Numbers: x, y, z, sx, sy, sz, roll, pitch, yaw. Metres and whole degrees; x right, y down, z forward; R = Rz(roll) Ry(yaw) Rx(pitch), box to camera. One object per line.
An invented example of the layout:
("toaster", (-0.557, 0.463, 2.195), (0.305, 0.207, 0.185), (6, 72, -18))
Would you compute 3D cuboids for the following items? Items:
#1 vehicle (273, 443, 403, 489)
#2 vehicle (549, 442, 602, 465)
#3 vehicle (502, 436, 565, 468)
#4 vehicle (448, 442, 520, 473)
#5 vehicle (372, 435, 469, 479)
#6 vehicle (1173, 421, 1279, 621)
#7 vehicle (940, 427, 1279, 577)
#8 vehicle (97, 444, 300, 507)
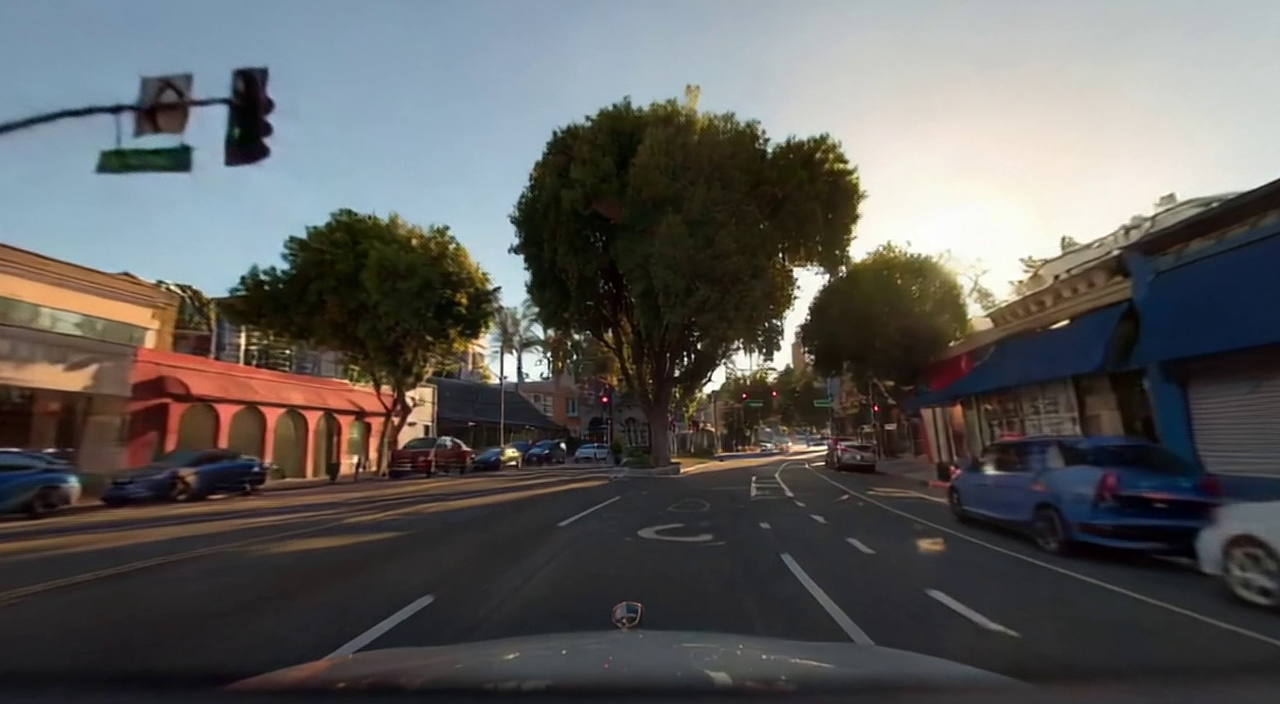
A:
("vehicle", (-10.784, 4.073, 23.005), (1.811, 1.459, 4.702), (-1, -8, 10))
("vehicle", (-4.518, 7.212, 45.176), (1.894, 1.493, 4.902), (-3, -9, 18))
("vehicle", (-6.554, 6.211, 39.430), (2.083, 1.882, 4.642), (-2, -9, 15))
("vehicle", (-8.234, 5.589, 33.777), (1.830, 1.497, 4.436), (-2, -9, 14))
("vehicle", (-9.592, 4.626, 28.134), (1.933, 1.759, 5.002), (-1, -8, 9))
("vehicle", (5.948, 1.182, 3.927), (1.886, 1.562, 3.940), (0, -8, 2))
("vehicle", (6.089, 1.896, 8.864), (1.883, 1.550, 4.286), (-1, -8, 4))
("vehicle", (-11.669, 3.248, 17.198), (1.841, 1.444, 4.554), (-1, -8, 7))
